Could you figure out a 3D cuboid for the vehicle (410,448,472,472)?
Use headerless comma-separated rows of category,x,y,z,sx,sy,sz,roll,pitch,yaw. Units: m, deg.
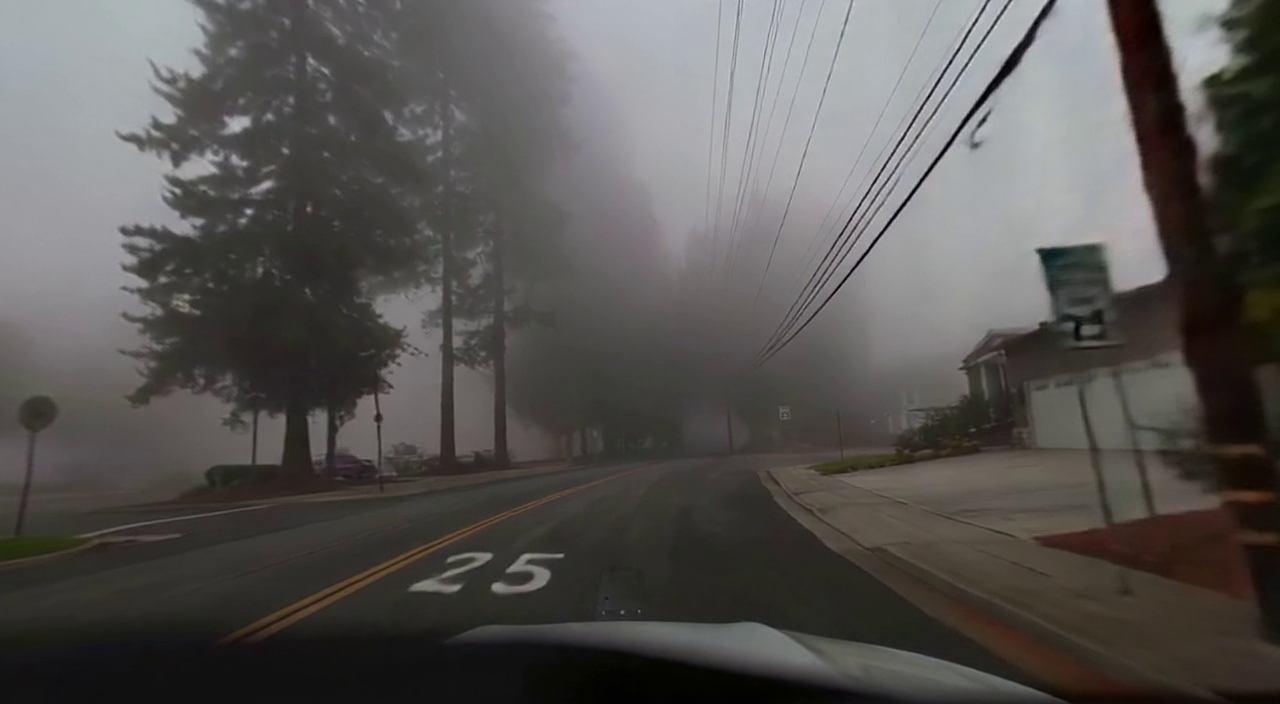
vehicle,-14.358,7.791,45.693,4.123,1.603,1.906,2,-9,-16

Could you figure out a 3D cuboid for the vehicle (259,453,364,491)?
vehicle,-16.786,6.117,32.576,4.675,1.442,1.906,-1,-8,-24

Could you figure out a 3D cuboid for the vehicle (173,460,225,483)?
vehicle,-34.265,9.243,49.024,4.478,1.533,2.018,-7,-11,38

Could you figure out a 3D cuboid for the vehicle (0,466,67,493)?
vehicle,-46.912,9.630,47.759,4.659,1.815,2.069,3,-9,-18

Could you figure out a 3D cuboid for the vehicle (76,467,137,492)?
vehicle,-36.906,8.793,43.697,4.305,1.465,1.903,-5,-10,32
